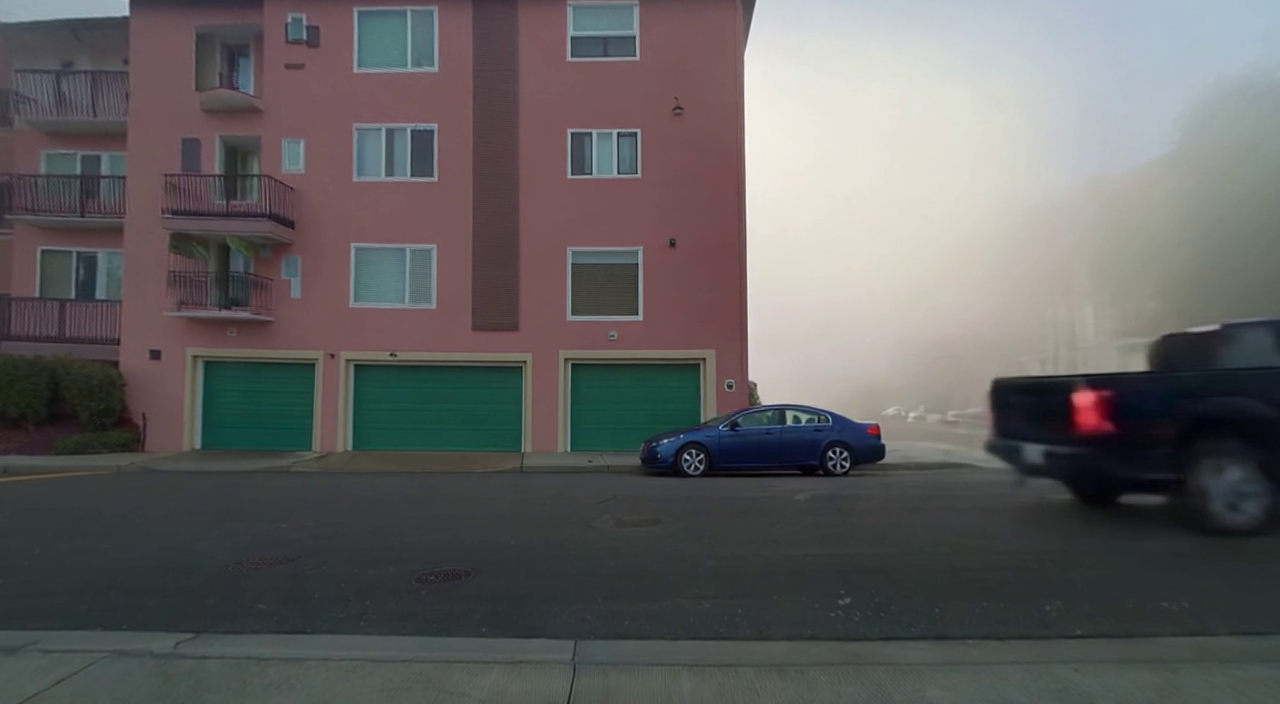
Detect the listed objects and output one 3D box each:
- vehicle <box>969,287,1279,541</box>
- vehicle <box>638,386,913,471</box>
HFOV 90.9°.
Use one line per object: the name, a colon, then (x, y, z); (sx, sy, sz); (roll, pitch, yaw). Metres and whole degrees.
vehicle: (6.498, 0.606, 6.003); (5.448, 1.974, 2.176); (0, -8, 0)
vehicle: (2.314, 1.448, 11.786); (4.697, 1.444, 1.825); (0, -8, -1)
